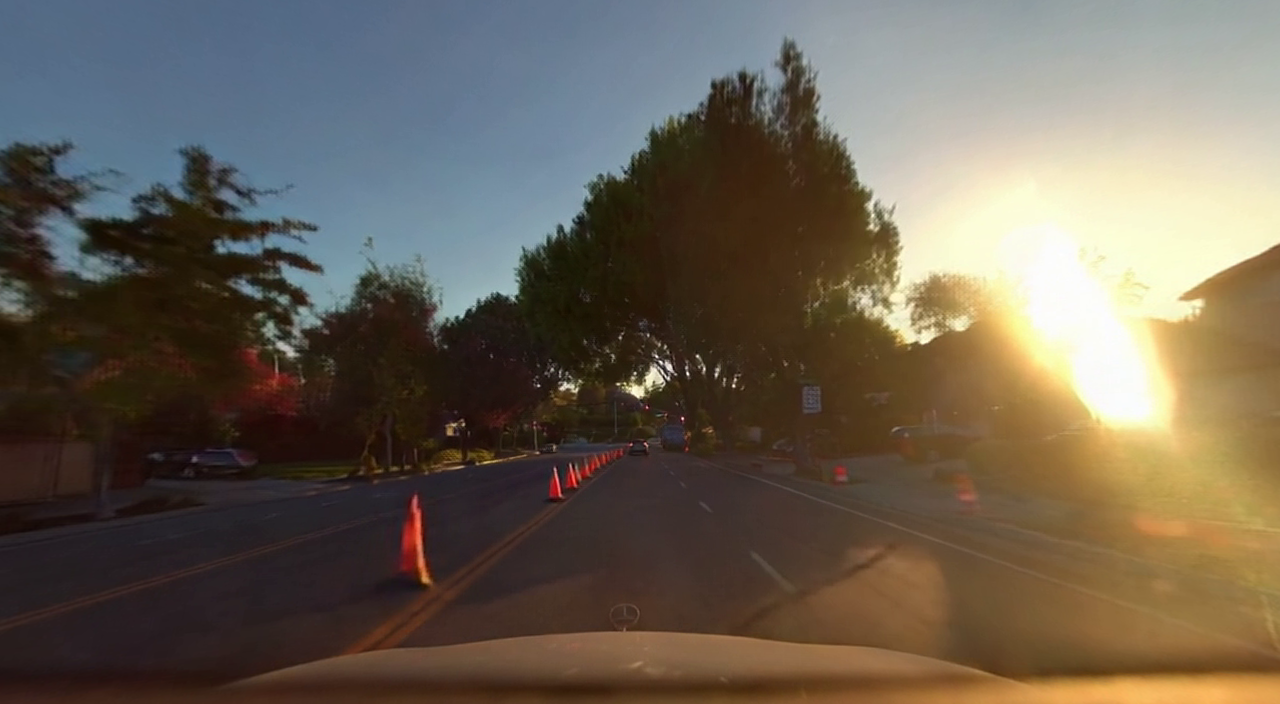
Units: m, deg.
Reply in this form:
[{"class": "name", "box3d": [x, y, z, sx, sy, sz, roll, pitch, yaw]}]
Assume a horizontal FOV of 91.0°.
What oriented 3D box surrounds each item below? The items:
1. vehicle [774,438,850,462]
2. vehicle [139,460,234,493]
[{"class": "vehicle", "box3d": [11.000, 6.324, 40.517, 4.463, 1.466, 1.813, -1, -9, 5]}, {"class": "vehicle", "box3d": [-23.542, 6.448, 32.921, 1.952, 1.511, 4.147, 0, -9, -2]}]
